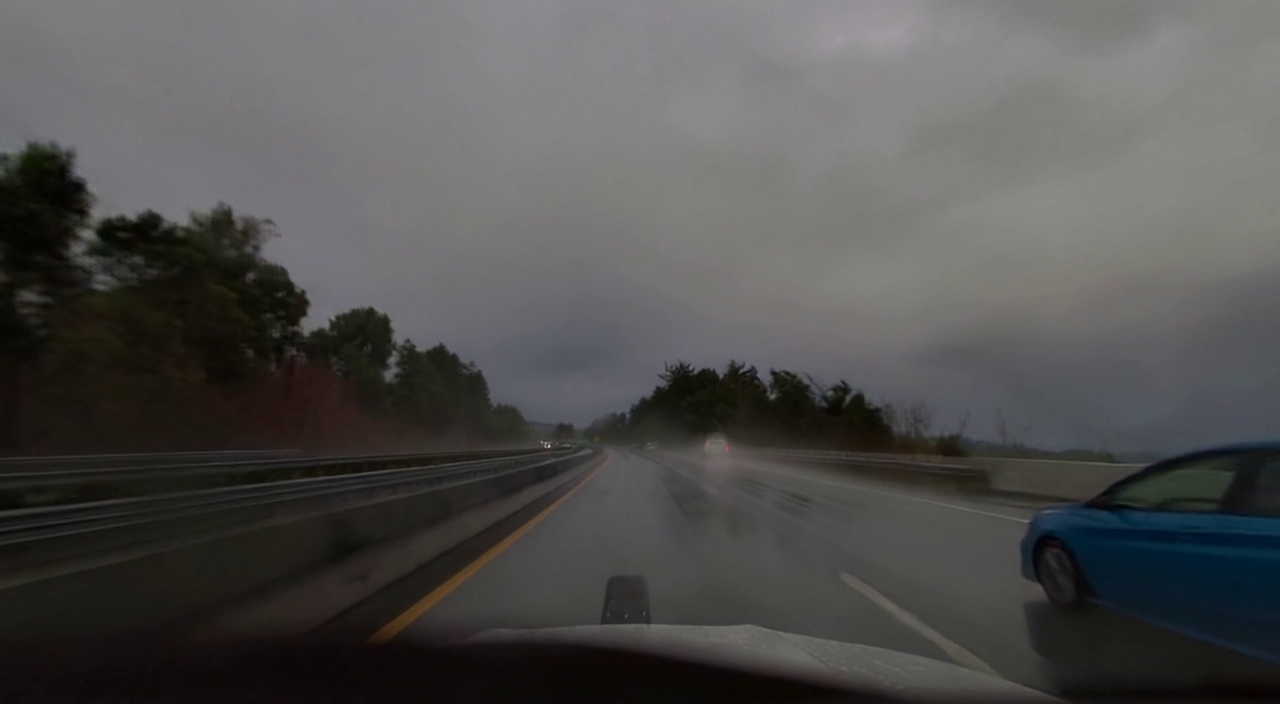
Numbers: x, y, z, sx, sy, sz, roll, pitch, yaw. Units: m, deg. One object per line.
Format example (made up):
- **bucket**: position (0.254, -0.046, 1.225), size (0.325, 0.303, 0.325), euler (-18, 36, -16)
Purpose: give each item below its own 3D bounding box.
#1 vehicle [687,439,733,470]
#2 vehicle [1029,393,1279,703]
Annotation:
- **vehicle**: position (3.662, 5.428, 33.374), size (1.945, 1.538, 3.729), euler (0, -8, -1)
- **vehicle**: position (4.017, 0.925, 2.656), size (2.072, 1.528, 4.176), euler (0, -8, 0)
